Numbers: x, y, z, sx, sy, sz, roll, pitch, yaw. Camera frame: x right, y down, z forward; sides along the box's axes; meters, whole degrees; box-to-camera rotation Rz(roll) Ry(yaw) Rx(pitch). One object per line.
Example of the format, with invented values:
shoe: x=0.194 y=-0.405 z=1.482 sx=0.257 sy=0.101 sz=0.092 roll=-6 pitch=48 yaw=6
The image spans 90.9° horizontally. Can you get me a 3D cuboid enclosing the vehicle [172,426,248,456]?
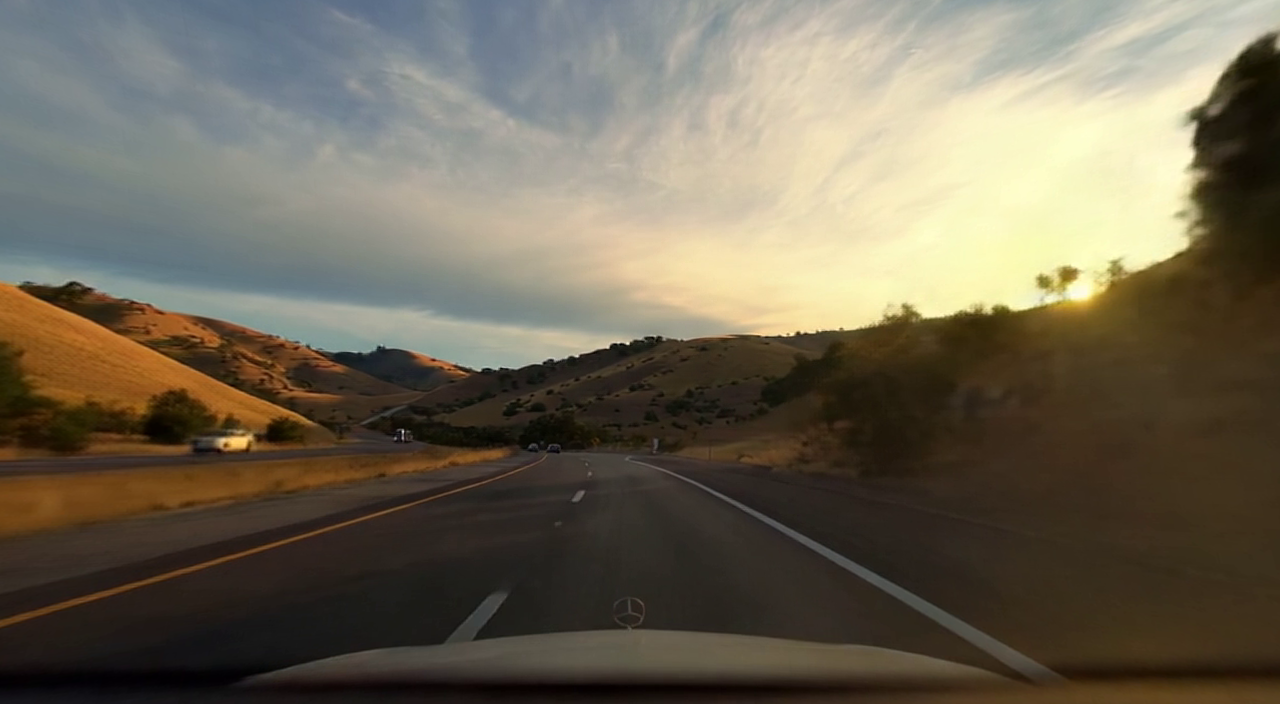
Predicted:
vehicle: x=-26.295 y=5.480 z=38.701 sx=1.972 sy=1.734 sz=4.366 roll=1 pitch=-9 yaw=-7
